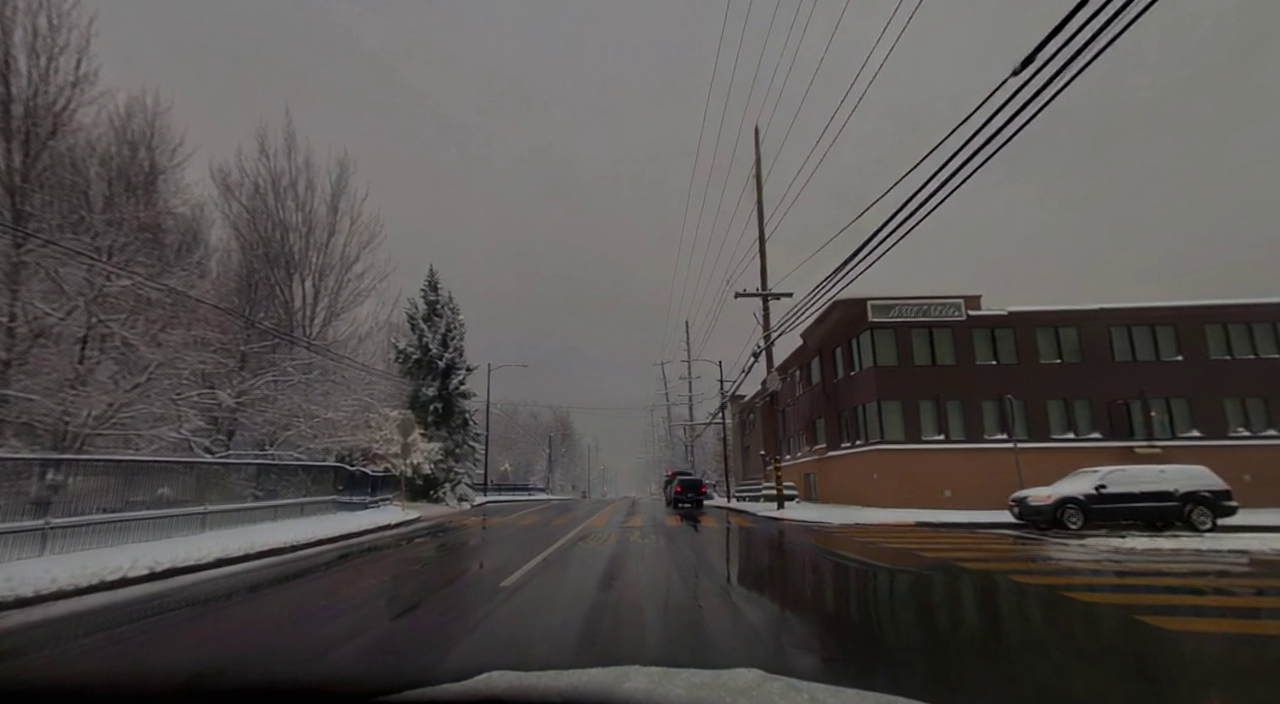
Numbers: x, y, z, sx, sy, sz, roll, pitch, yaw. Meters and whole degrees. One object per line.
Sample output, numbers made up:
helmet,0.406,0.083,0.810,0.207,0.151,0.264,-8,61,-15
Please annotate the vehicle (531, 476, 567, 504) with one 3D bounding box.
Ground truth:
vehicle,-6.627,10.105,46.461,1.913,1.682,4.365,0,-8,0

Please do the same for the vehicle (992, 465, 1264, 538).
vehicle,11.456,3.510,15.119,4.771,1.492,2.107,0,-8,-2

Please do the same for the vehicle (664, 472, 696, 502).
vehicle,2.857,9.761,45.924,1.953,1.774,5.008,0,-8,-1
